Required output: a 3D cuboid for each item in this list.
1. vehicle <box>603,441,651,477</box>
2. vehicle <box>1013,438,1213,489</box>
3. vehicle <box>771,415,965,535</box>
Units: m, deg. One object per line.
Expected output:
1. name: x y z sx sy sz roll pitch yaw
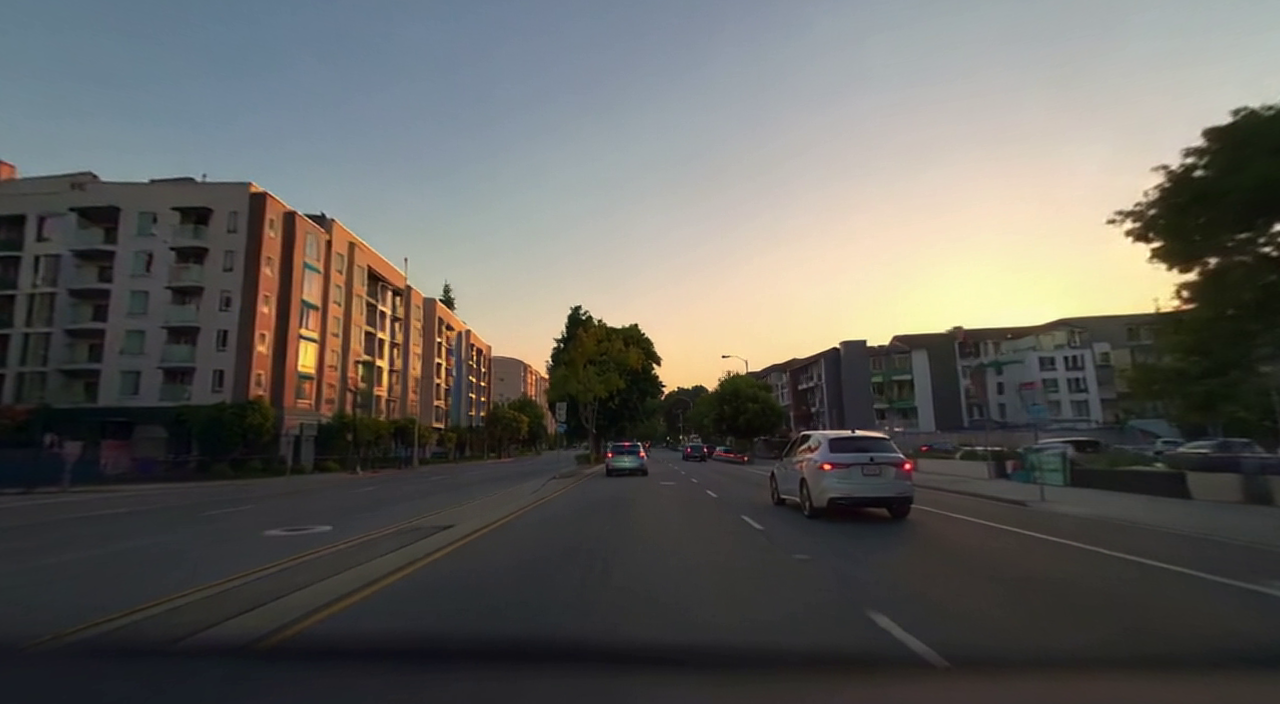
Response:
1. vehicle: -0.530 4.728 28.178 2.006 1.487 3.535 0 -9 1
2. vehicle: 14.551 3.426 19.640 4.607 1.466 2.053 0 -9 -3
3. vehicle: 3.744 2.099 11.289 1.949 1.723 4.020 0 -9 0
